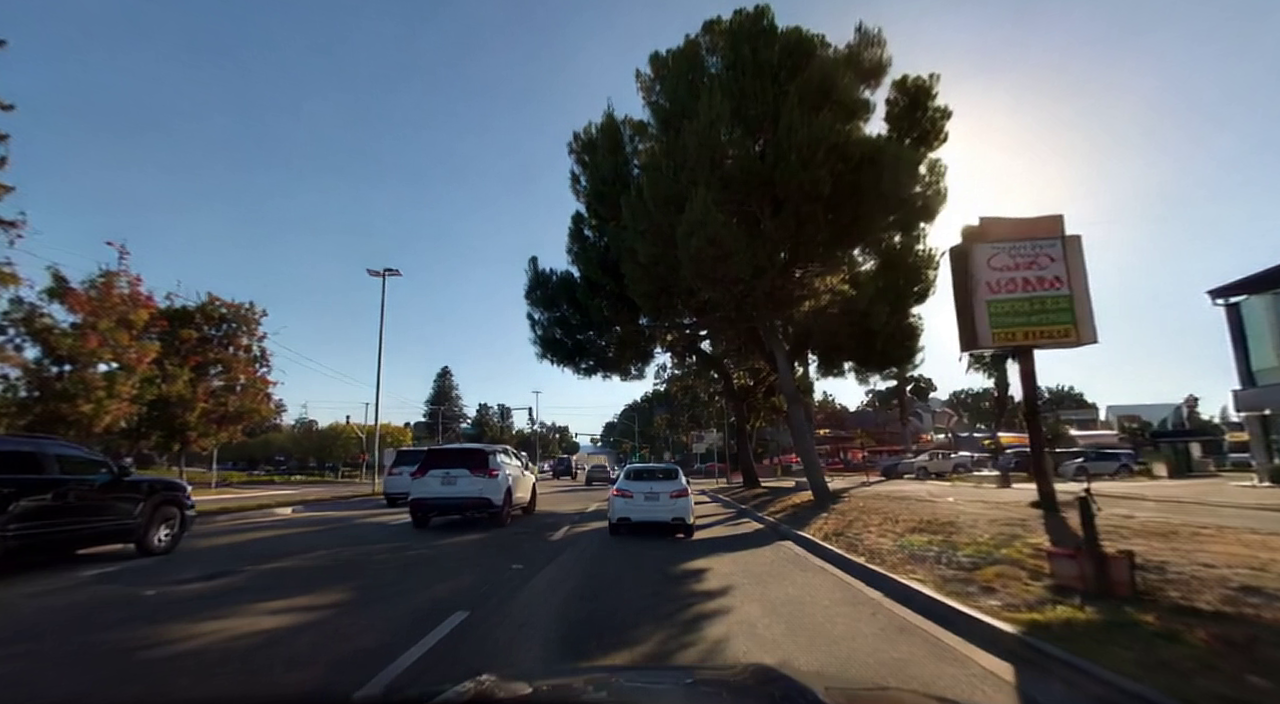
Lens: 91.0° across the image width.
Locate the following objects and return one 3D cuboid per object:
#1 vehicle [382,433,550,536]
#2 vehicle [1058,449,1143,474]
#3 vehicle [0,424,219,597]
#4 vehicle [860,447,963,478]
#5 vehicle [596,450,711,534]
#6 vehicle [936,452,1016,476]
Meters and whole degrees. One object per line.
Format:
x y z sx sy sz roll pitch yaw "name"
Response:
-3.297 2.608 13.108 2.055 1.725 4.732 0 -9 1 "vehicle"
30.618 7.219 41.906 1.757 1.496 4.200 7 -10 -42 "vehicle"
-7.184 1.671 6.992 1.968 1.657 4.230 0 -9 2 "vehicle"
18.280 7.387 42.557 5.852 1.962 2.323 -7 -11 41 "vehicle"
0.281 2.883 13.561 2.091 1.494 3.962 0 -9 1 "vehicle"
22.488 7.512 42.245 4.220 1.550 1.935 -10 -13 43 "vehicle"
